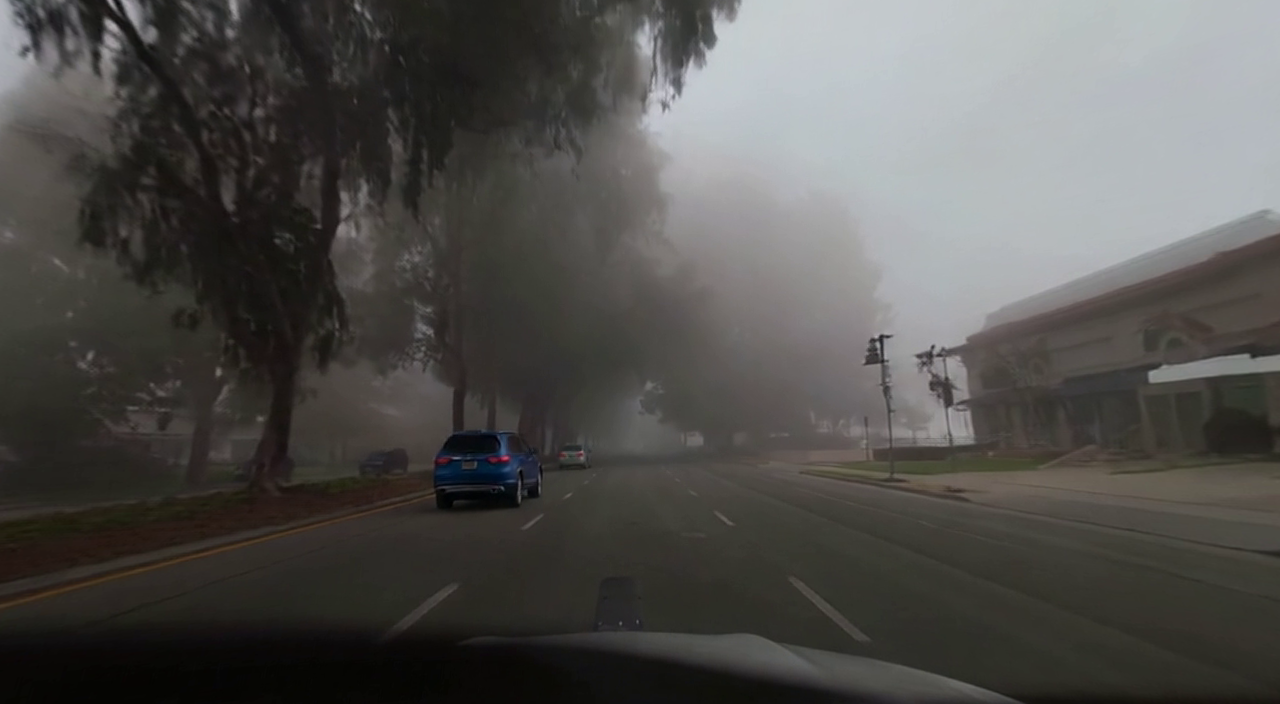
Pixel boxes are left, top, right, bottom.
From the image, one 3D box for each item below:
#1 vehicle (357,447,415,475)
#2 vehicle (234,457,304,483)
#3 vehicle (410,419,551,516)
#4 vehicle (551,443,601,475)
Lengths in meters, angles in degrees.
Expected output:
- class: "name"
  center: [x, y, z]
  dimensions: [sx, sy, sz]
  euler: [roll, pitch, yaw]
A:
- class: "vehicle"
  center: [-16.505, 7.071, 41.349]
  dimensions: [1.963, 1.712, 4.436]
  euler: [0, -8, 0]
- class: "vehicle"
  center: [-22.993, 7.312, 39.351]
  dimensions: [1.906, 1.494, 3.966]
  euler: [0, -9, 0]
- class: "vehicle"
  center: [-3.325, 2.504, 14.158]
  dimensions: [2.042, 1.817, 4.364]
  euler: [0, -8, -1]
- class: "vehicle"
  center: [-3.118, 5.336, 31.700]
  dimensions: [2.069, 1.470, 4.601]
  euler: [0, -8, 0]
